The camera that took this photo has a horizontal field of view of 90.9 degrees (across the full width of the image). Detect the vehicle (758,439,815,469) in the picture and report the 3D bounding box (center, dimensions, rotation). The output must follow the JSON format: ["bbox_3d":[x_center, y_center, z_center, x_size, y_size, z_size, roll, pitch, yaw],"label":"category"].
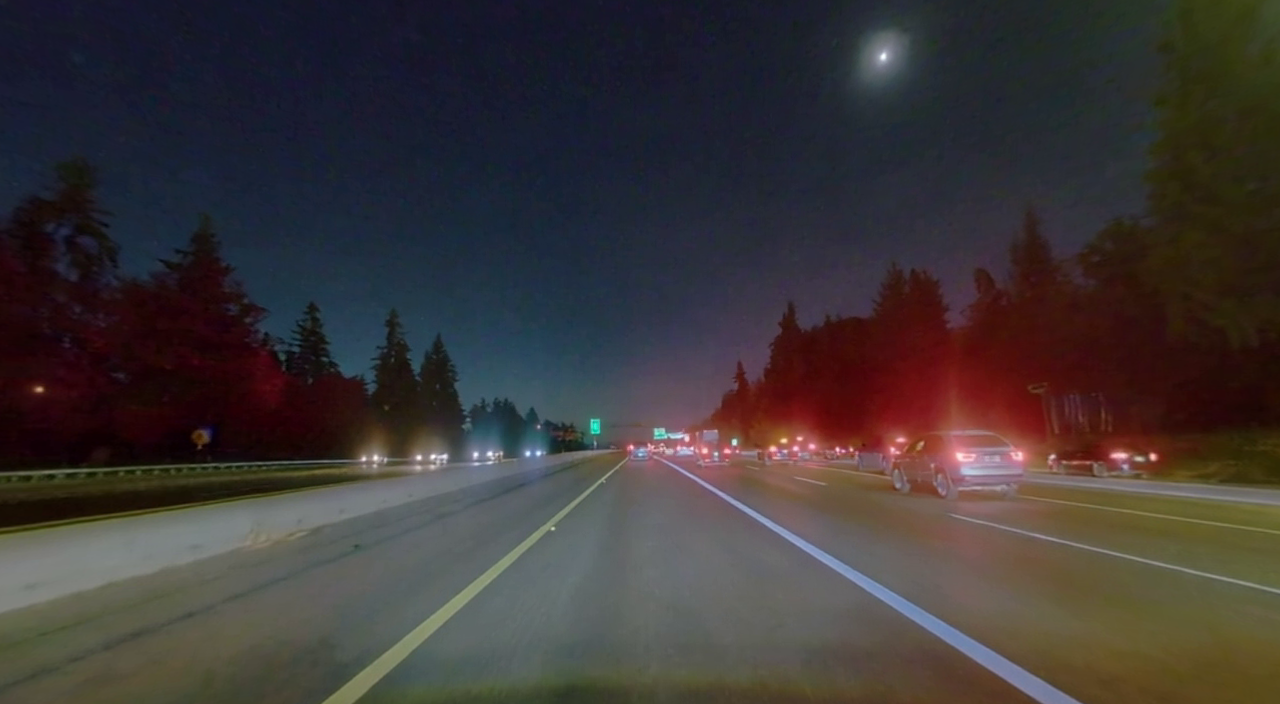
[{"bbox_3d":[7.727,5.401,33.628,1.919,1.476,4.303,0,-8,-1],"label":"vehicle"}]

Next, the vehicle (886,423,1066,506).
[{"bbox_3d":[7.842,2.652,15.308,1.986,1.703,4.226,0,-8,0],"label":"vehicle"}]

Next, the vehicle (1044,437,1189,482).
[{"bbox_3d":[17.163,3.873,23.062,1.908,1.468,4.457,0,-8,2],"label":"vehicle"}]

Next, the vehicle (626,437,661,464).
[{"bbox_3d":[0.233,6.374,40.795,2.124,1.639,4.122,0,-8,0],"label":"vehicle"}]

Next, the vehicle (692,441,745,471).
[{"bbox_3d":[3.962,5.328,32.674,2.118,1.438,4.312,0,-8,-1],"label":"vehicle"}]
